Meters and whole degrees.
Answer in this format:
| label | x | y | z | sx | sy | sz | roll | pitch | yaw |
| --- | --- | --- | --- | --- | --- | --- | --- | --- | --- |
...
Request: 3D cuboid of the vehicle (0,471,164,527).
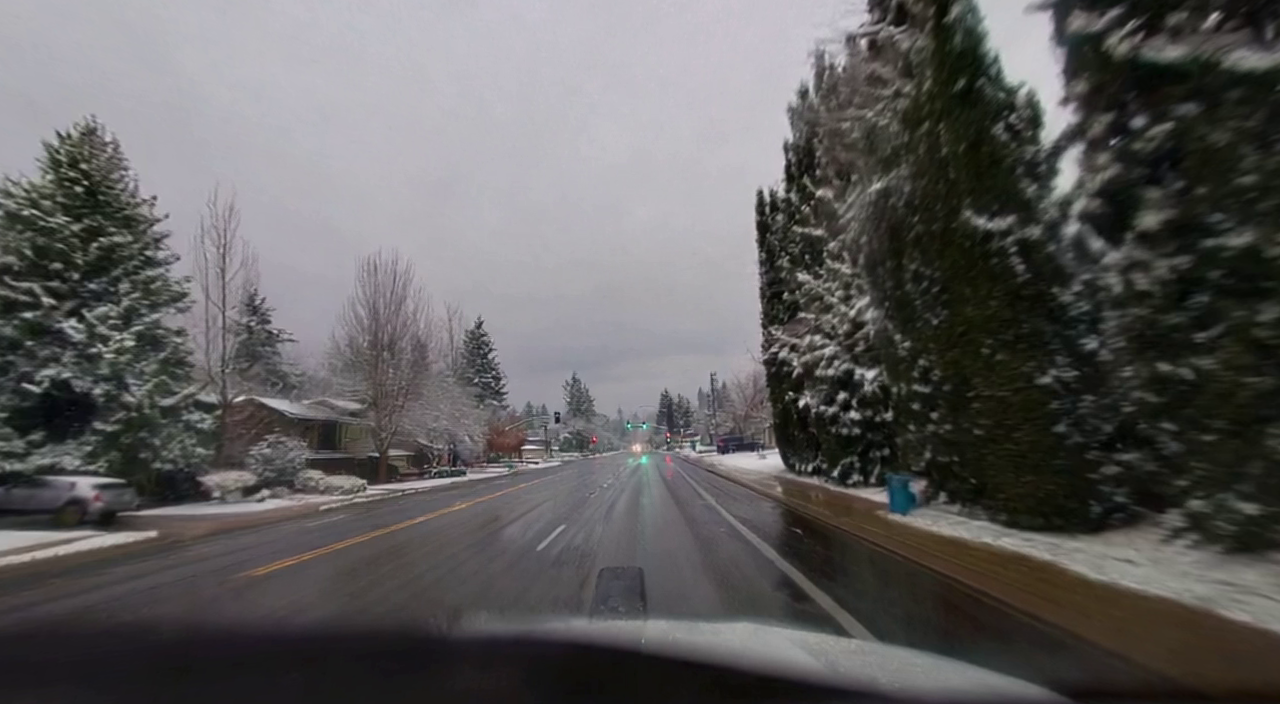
| label | x | y | z | sx | sy | sz | roll | pitch | yaw |
| --- | --- | --- | --- | --- | --- | --- | --- | --- | --- |
| vehicle | -17.393 | 4.366 | 18.848 | 4.624 | 1.488 | 1.858 | 0 | -9 | -1 |
